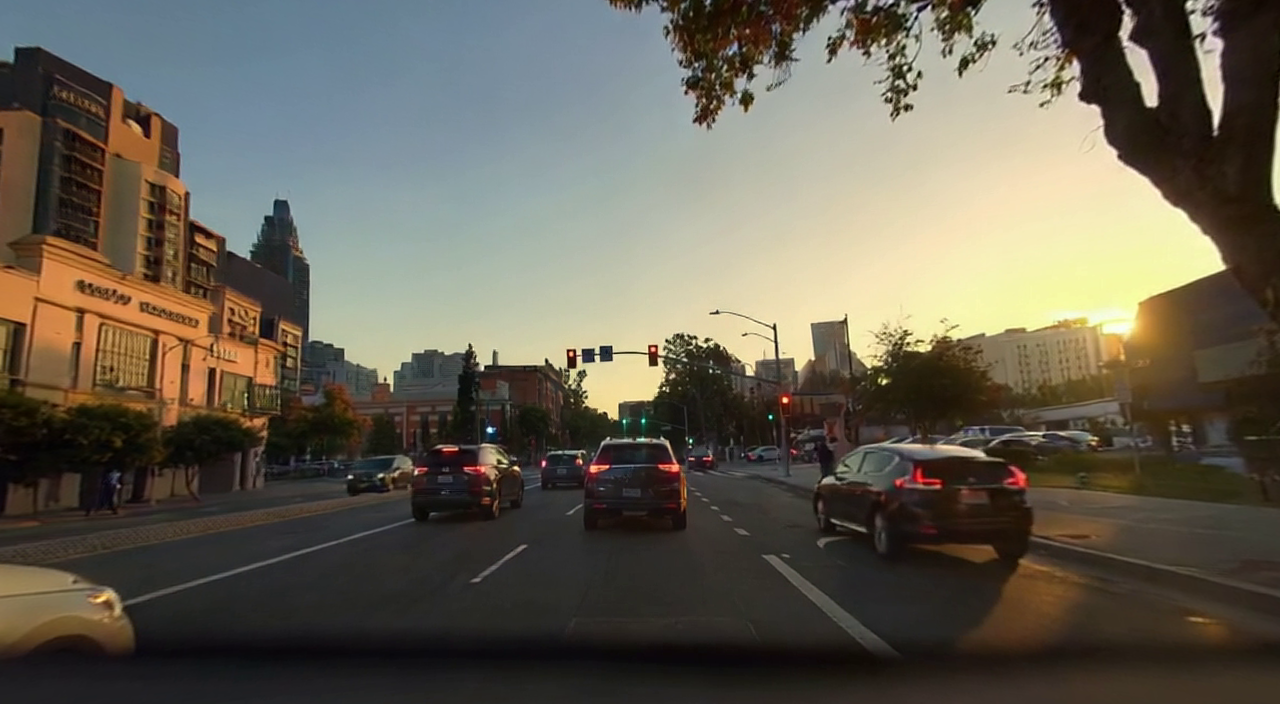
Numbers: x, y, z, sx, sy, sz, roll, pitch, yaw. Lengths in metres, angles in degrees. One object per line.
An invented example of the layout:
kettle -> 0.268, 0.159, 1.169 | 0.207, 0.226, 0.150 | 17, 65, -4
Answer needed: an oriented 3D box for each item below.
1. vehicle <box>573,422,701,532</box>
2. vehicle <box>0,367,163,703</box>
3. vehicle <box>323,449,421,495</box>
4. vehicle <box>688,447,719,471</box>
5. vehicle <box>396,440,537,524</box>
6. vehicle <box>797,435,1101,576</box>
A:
vehicle -> -0.036, 2.331, 12.308 | 2.075, 1.770, 4.018 | 0, -8, 0
vehicle -> -3.351, 0.643, 0.756 | 1.975, 1.624, 4.481 | 0, -9, 1
vehicle -> -11.252, 5.043, 26.867 | 2.103, 1.755, 4.551 | 0, -9, 1
vehicle -> 4.251, 7.193, 42.592 | 1.878, 1.526, 4.736 | 0, -9, 4
vehicle -> -3.711, 2.824, 14.344 | 1.886, 1.599, 4.247 | 0, -8, 1
vehicle -> 3.818, 1.958, 8.951 | 1.986, 1.457, 4.566 | 0, -9, 0
